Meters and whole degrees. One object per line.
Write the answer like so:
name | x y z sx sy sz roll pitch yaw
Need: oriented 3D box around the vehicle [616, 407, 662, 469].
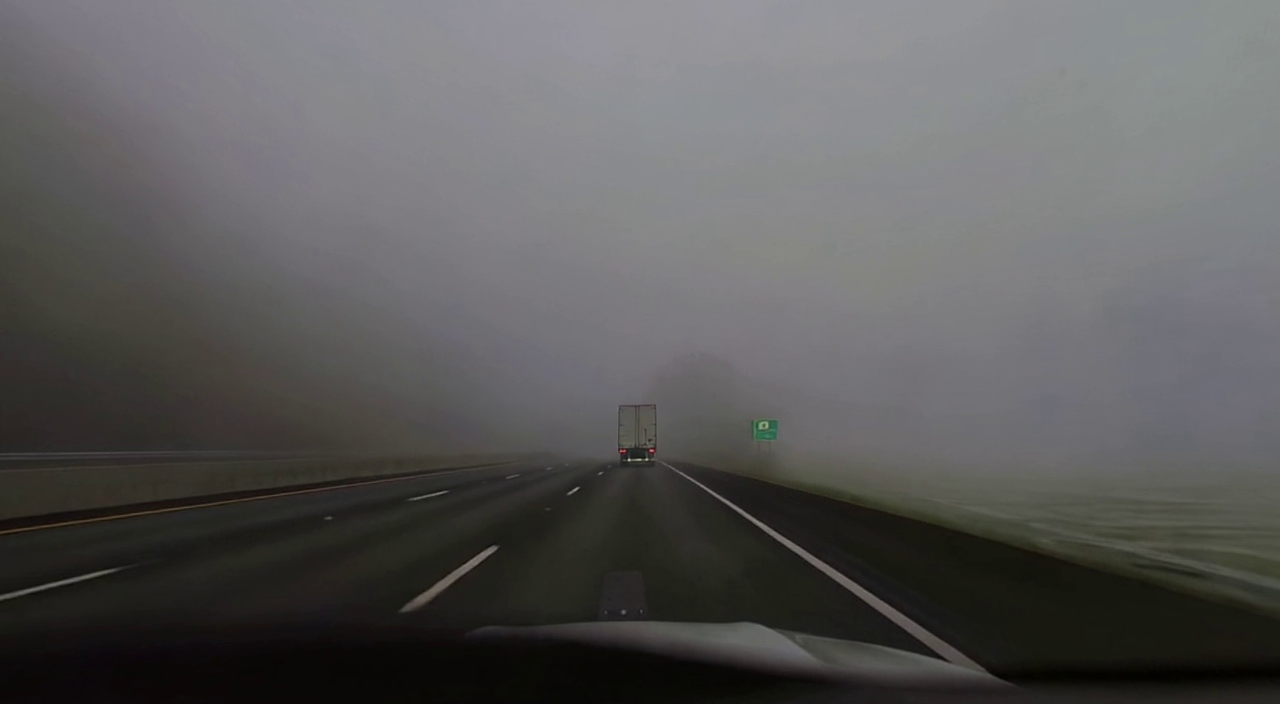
vehicle | -0.172 6.409 46.367 2.982 3.947 11.075 0 -9 -1
